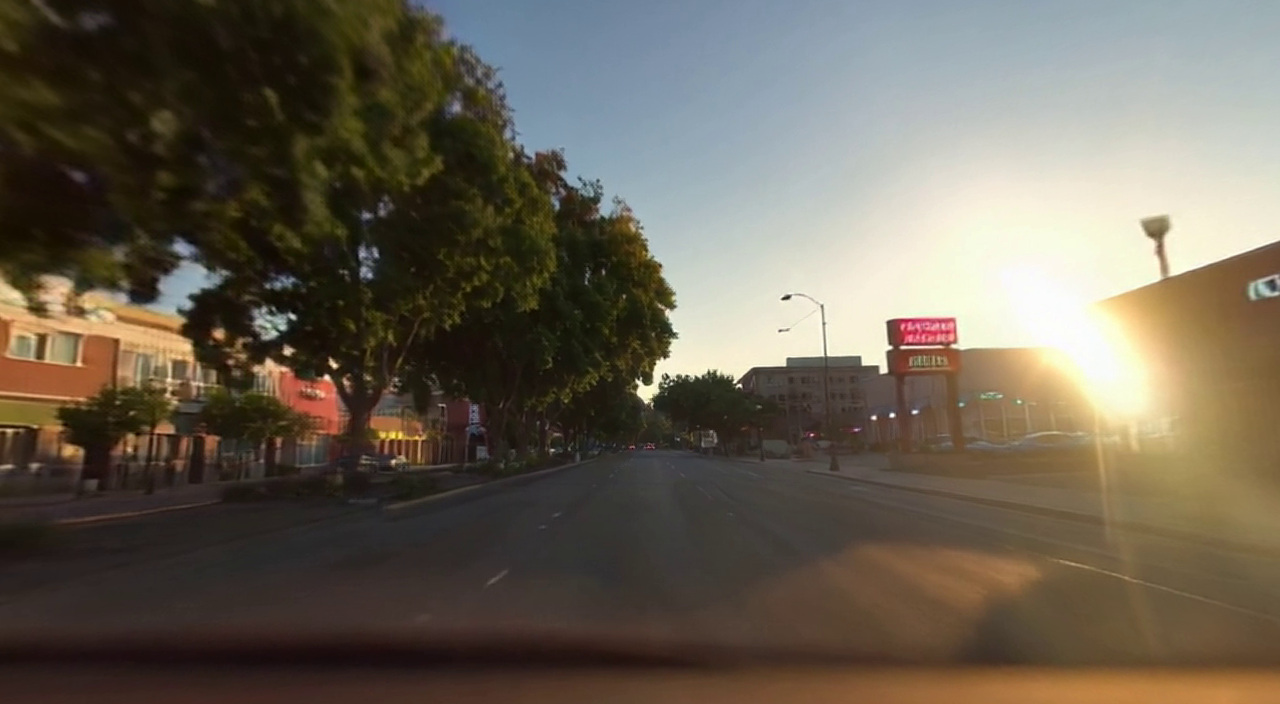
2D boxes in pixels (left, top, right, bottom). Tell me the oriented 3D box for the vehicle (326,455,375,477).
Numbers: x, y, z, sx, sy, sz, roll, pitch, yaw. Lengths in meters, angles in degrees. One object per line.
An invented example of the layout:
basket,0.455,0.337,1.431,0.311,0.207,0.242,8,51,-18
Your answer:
vehicle,-21.875,8.592,47.803,1.883,1.546,3.930,0,-8,-1
